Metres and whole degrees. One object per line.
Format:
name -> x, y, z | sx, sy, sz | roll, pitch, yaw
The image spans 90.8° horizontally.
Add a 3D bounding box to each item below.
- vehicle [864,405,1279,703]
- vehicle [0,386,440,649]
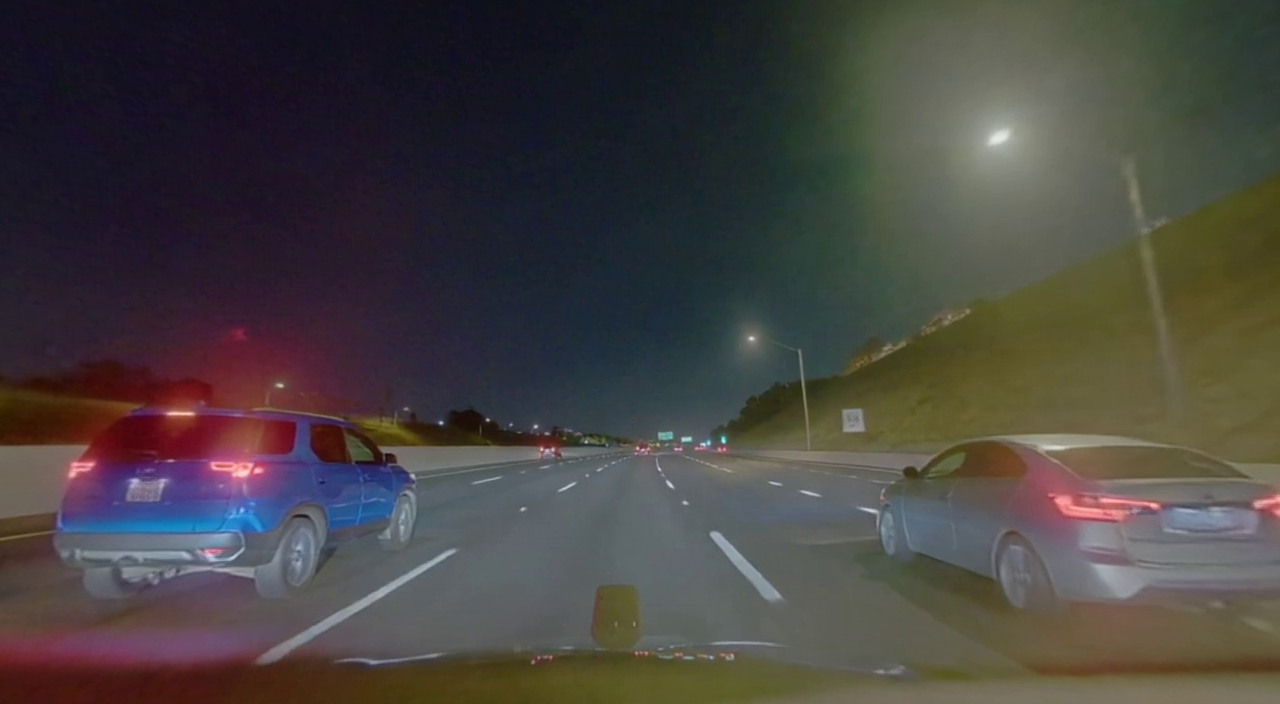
vehicle -> 3.634, 1.336, 5.297 | 1.847, 1.493, 4.303 | 0, -9, -1
vehicle -> -3.879, 1.436, 6.565 | 2.047, 1.715, 4.689 | 0, -9, 0
